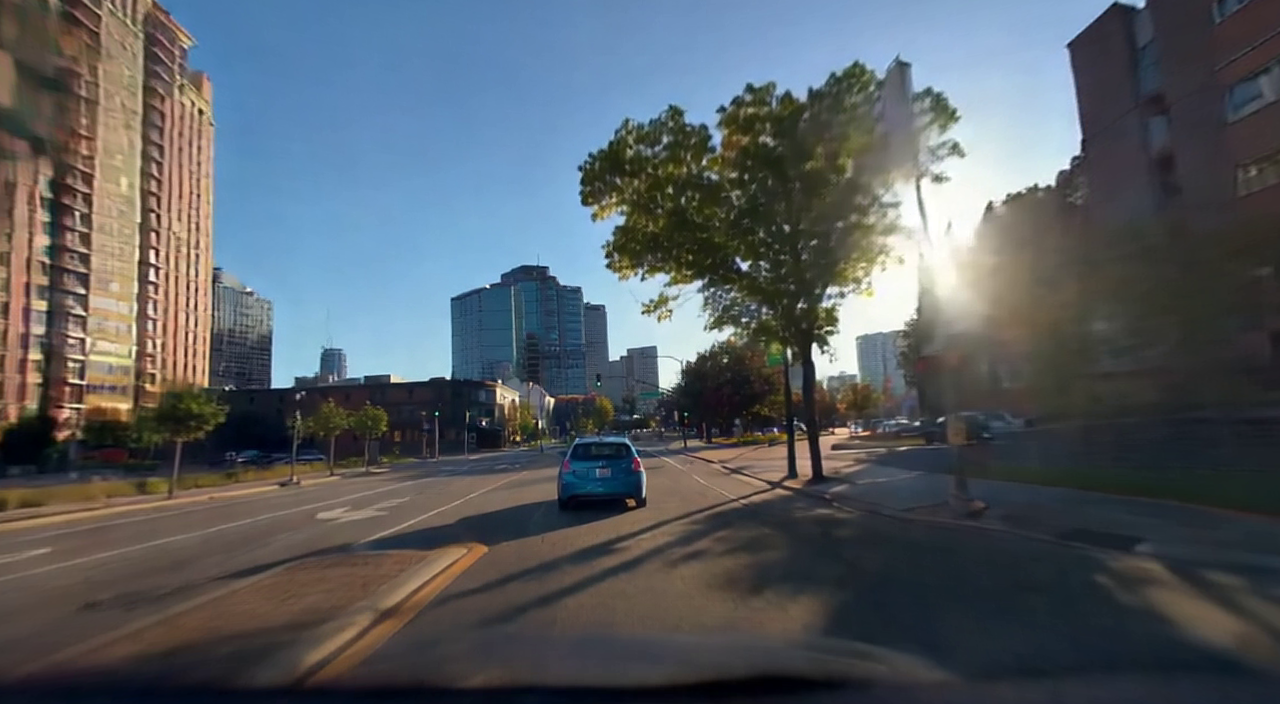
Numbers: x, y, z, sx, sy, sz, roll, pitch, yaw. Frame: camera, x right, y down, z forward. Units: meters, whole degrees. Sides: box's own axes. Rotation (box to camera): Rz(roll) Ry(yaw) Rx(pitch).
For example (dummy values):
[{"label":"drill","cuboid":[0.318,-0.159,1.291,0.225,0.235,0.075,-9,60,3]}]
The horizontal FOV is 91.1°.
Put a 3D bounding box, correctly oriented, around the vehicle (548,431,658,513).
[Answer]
[{"label":"vehicle","cuboid":[-0.916,2.398,13.230,1.950,1.401,4.159,1,-8,-7]}]
